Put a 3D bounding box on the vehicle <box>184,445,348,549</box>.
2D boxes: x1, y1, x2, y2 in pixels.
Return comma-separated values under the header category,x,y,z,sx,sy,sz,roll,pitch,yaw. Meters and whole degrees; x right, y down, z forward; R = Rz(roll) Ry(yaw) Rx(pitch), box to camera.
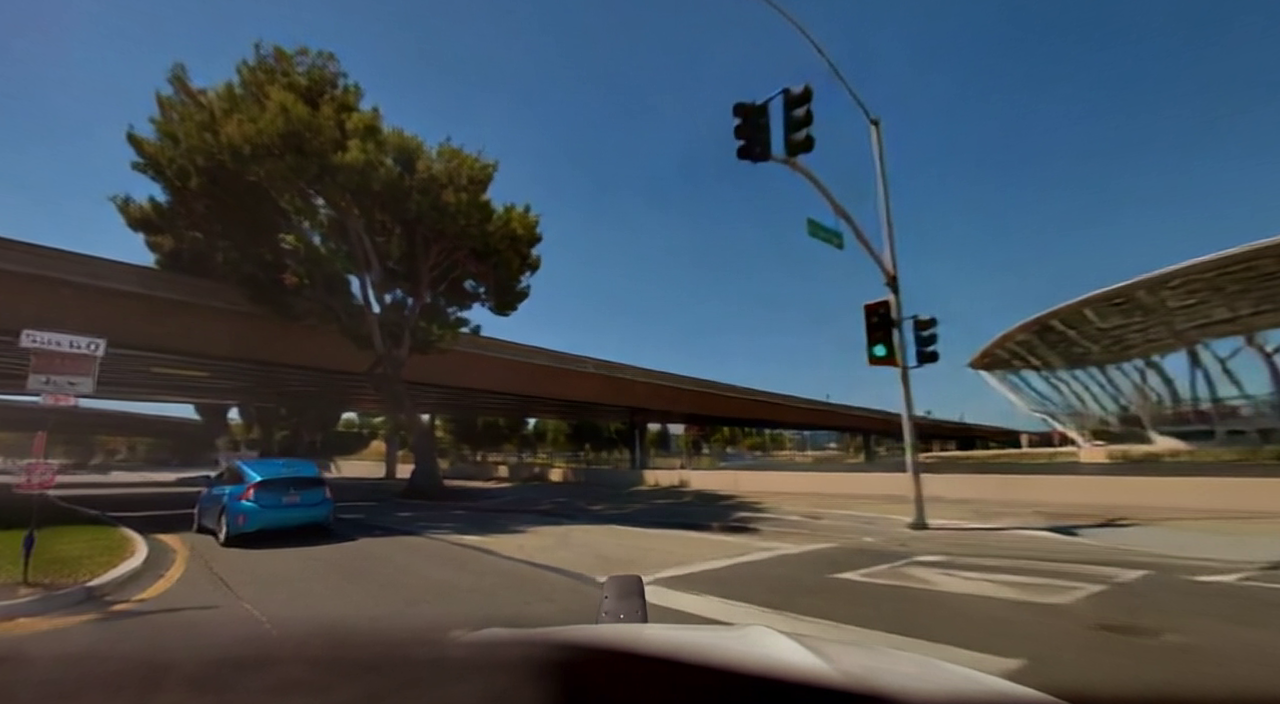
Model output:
category,x,y,z,sx,sy,sz,roll,pitch,yaw
vehicle,-7.148,2.585,11.882,1.976,1.584,3.772,8,-12,-38
